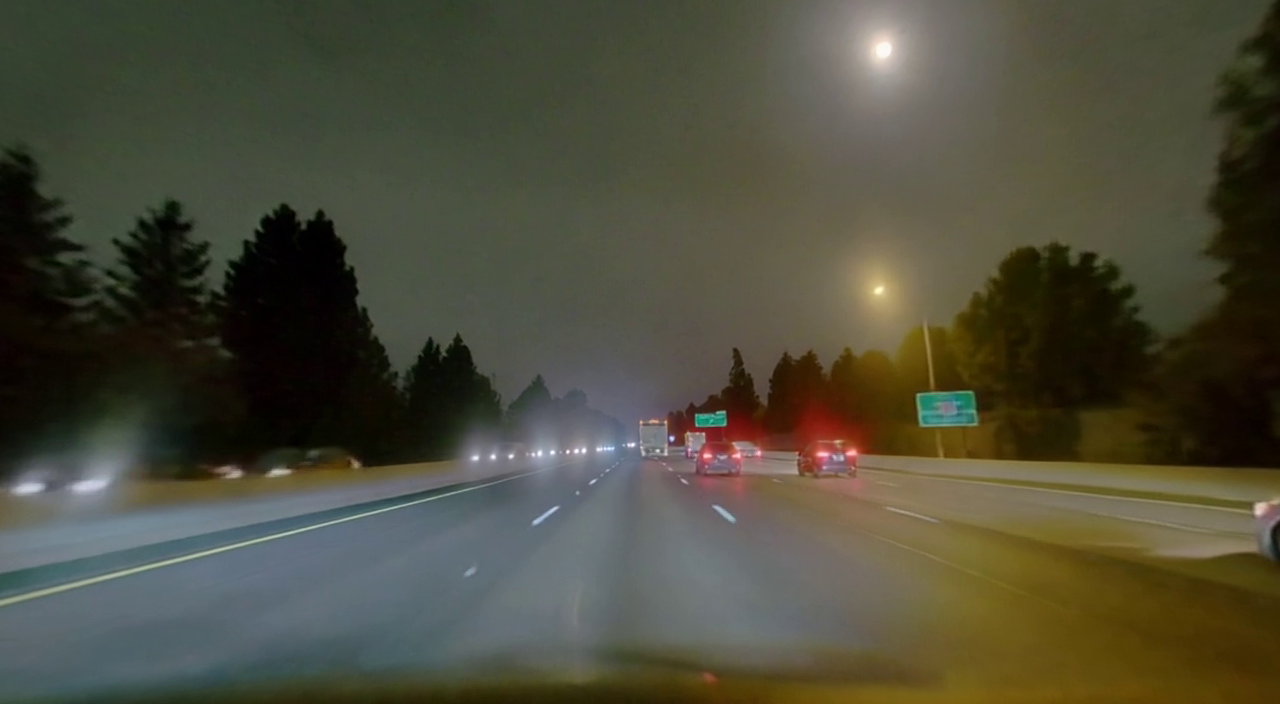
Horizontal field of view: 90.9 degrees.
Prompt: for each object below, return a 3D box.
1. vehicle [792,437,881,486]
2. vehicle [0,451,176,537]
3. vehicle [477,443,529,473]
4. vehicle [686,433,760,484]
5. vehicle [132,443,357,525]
[{"bbox_3d":[7.370,4.128,24.139,1.976,1.703,4.288,0,-8,-1],"label":"vehicle"},{"bbox_3d":[-12.197,2.814,13.141,1.878,1.459,4.194,0,-9,-1],"label":"vehicle"},{"bbox_3d":[-7.816,6.068,36.379,1.942,1.600,4.288,0,-8,1],"label":"vehicle"},{"bbox_3d":[3.227,4.253,25.501,2.209,1.862,4.717,0,-8,-2],"label":"vehicle"},{"bbox_3d":[-8.422,2.802,14.104,1.958,1.503,4.671,0,-9,1],"label":"vehicle"}]
